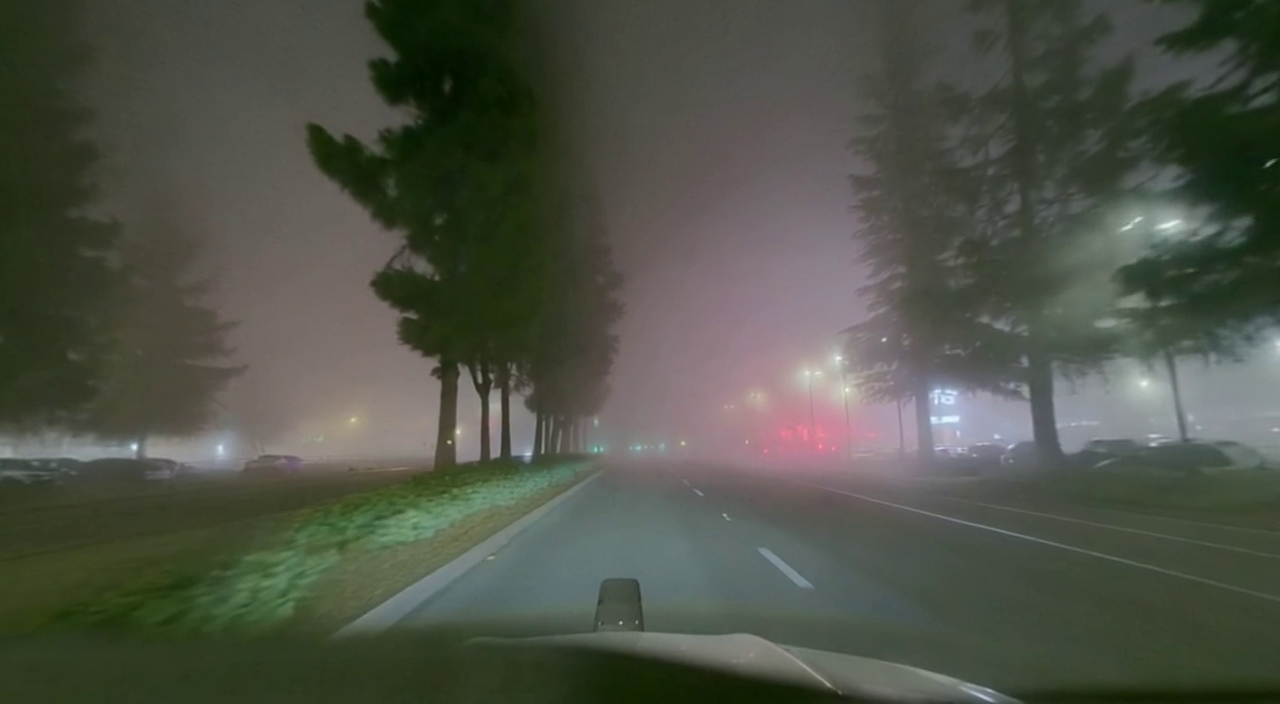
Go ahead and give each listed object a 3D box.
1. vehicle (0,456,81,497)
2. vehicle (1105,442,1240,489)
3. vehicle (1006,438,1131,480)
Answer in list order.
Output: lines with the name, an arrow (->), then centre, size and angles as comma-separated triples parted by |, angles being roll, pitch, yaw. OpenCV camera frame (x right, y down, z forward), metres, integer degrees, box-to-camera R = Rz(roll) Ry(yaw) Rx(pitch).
vehicle -> -26.806, 5.257, 26.814 | 4.193, 1.585, 1.956 | 0, -8, 0
vehicle -> 17.898, 3.760, 21.214 | 4.496, 1.423, 1.700 | 4, -10, -27
vehicle -> 18.288, 4.508, 26.974 | 4.788, 1.660, 2.043 | 3, -9, -23
